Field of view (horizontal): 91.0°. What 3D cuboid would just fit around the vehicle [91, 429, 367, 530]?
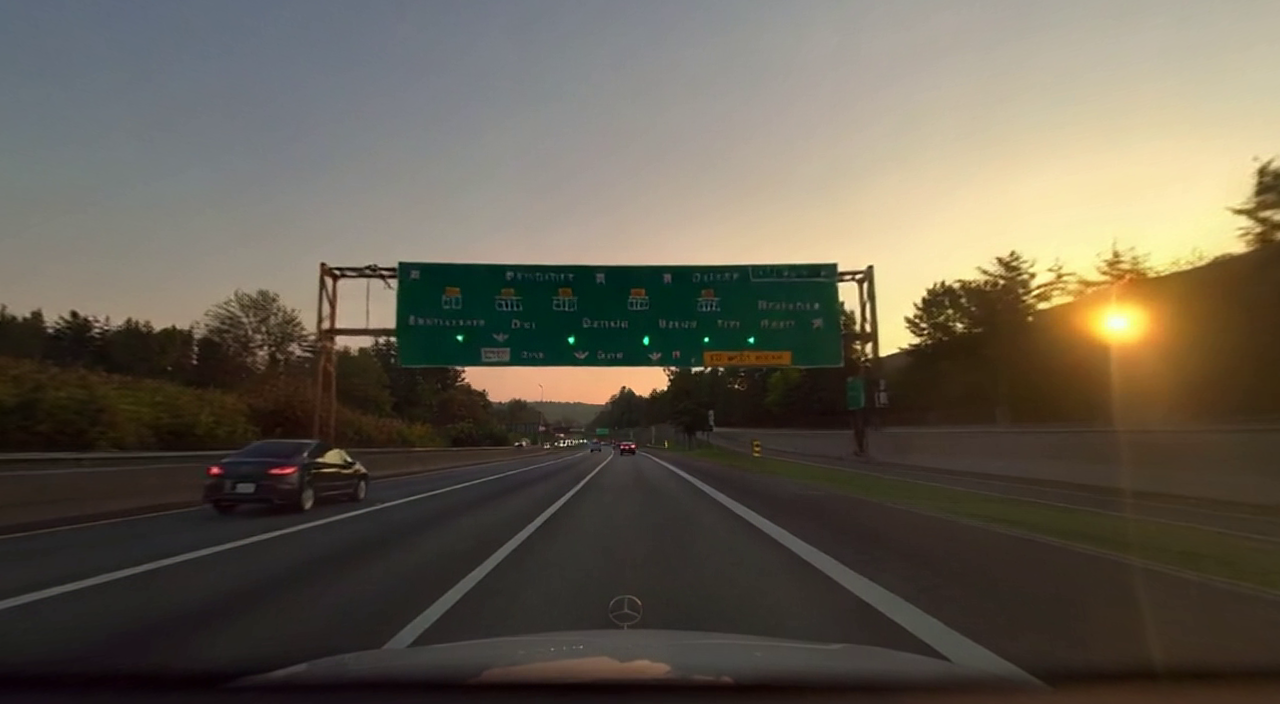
[{"bbox_3d":[-6.929,2.174,11.367,2.053,1.452,4.347,0,-8,0],"label":"vehicle"}]
